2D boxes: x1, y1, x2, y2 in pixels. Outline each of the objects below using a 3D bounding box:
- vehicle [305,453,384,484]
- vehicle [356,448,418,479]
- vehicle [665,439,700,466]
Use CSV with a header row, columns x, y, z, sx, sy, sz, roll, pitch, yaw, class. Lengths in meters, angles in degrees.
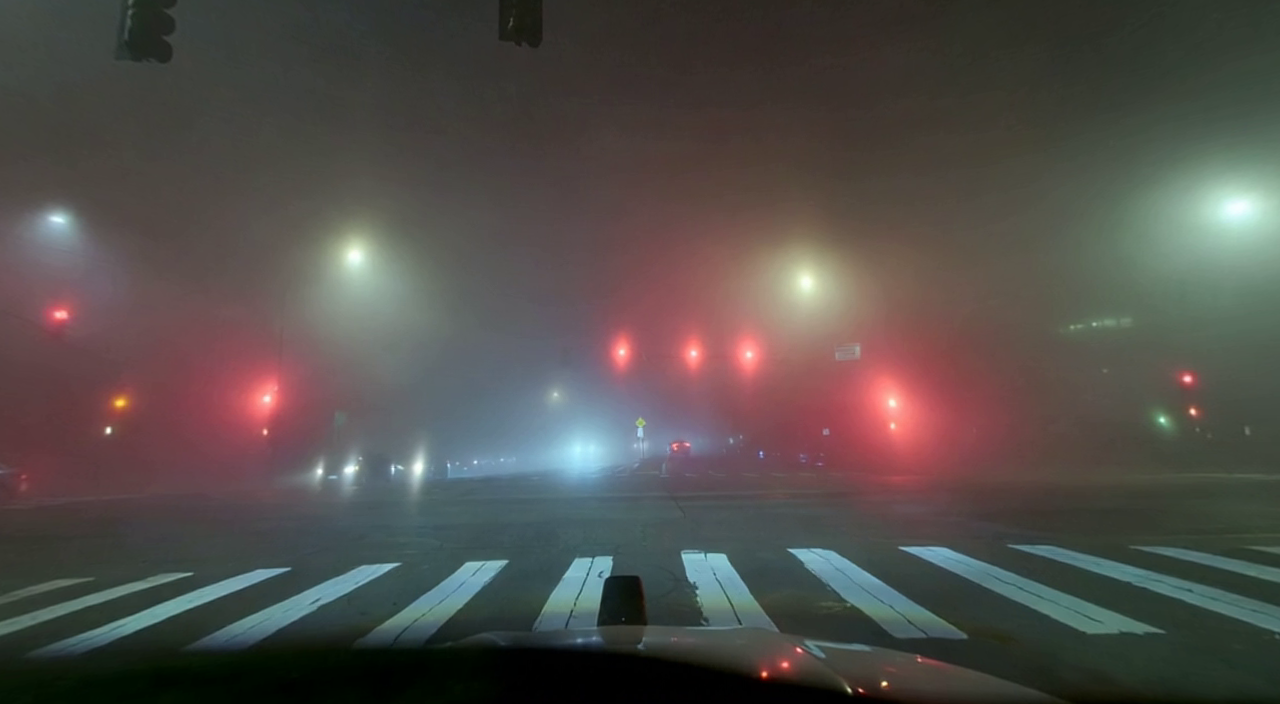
x,y,z,sx,sy,sz,roll,pitch,yaw,class
-16.092,6.364,34.494,2.055,1.506,4.663,0,-9,-1,vehicle
-16.183,7.107,40.444,1.960,1.819,5.018,0,-9,-1,vehicle
3.143,7.573,47.315,2.258,1.888,4.793,0,-9,0,vehicle
